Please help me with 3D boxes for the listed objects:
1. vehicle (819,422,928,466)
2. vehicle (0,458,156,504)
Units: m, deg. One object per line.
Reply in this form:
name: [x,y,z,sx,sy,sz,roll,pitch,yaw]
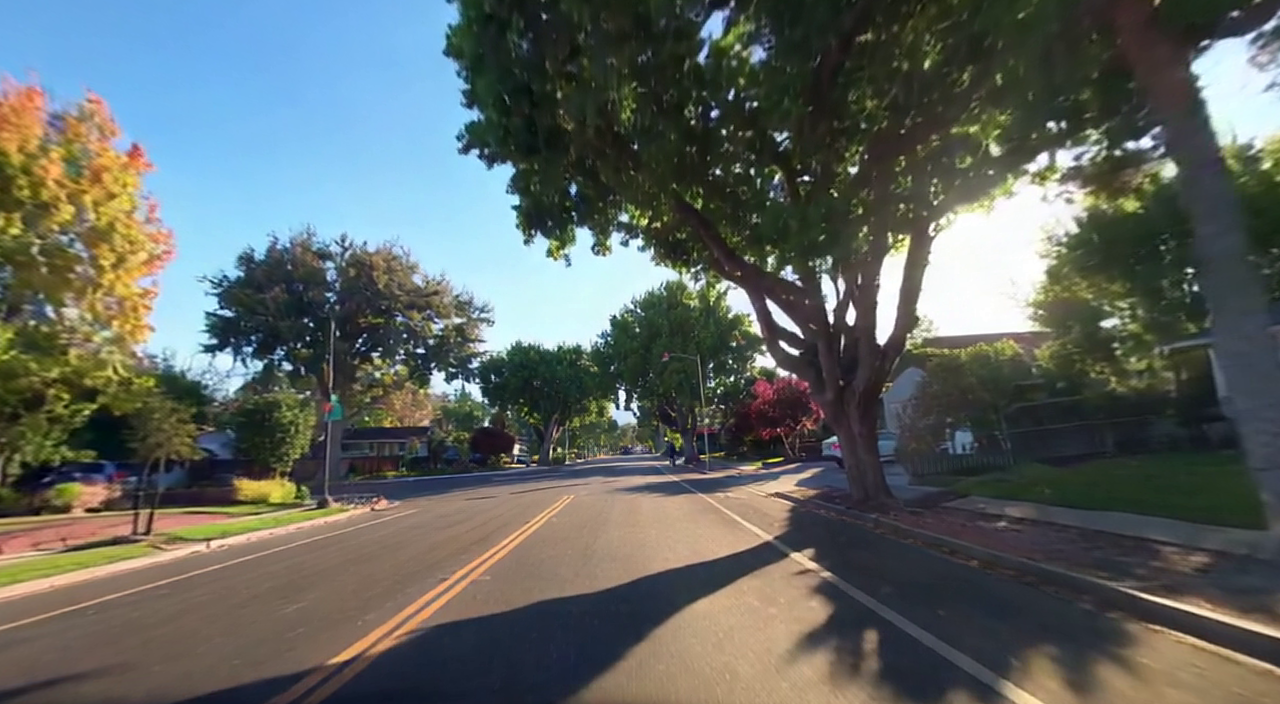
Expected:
vehicle: [10.331,4.111,28.229,4.146,1.866,1.897,-1,-9,5]
vehicle: [-21.567,4.836,24.104,1.852,1.462,4.585,-3,-9,18]
